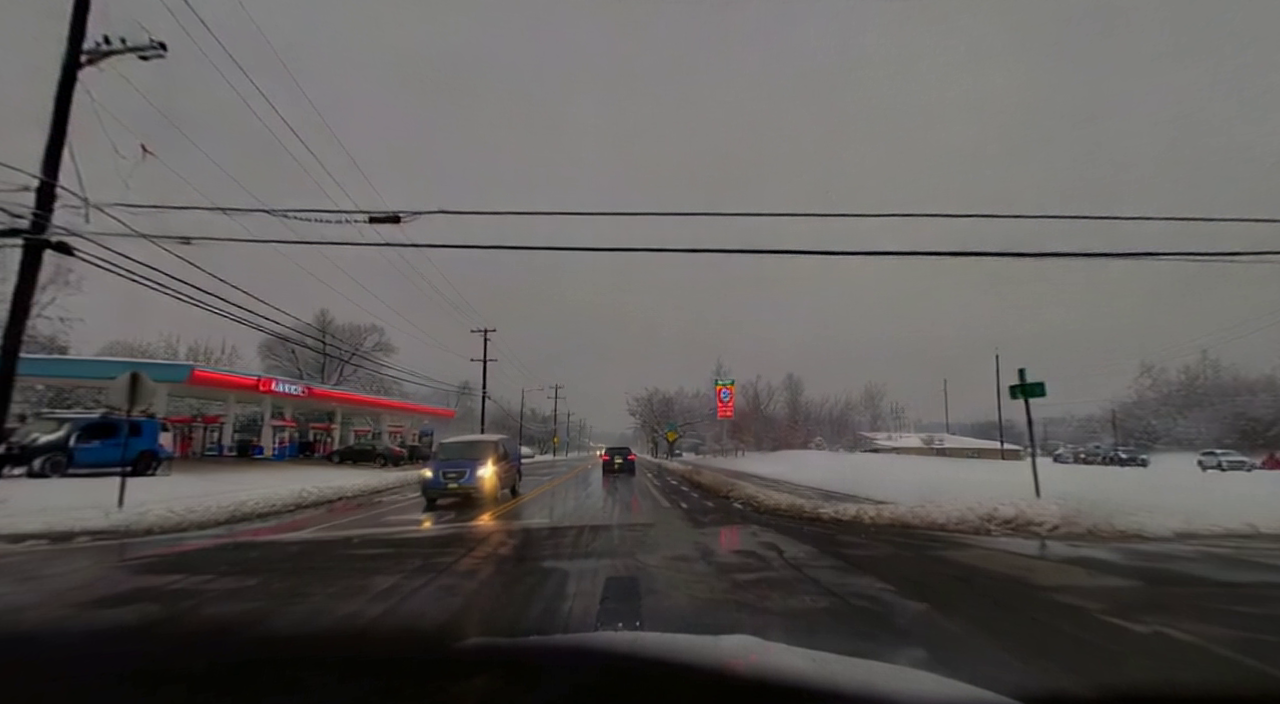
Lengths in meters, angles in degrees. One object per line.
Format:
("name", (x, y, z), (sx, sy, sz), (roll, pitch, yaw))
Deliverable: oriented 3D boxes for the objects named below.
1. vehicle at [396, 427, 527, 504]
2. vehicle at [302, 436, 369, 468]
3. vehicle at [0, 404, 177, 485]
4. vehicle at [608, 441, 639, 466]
("vehicle", (-4.717, 3.074, 17.619), (2.274, 1.844, 4.843), (0, -8, -1))
("vehicle", (-18.075, 5.946, 37.734), (1.890, 1.761, 4.578), (1, -8, -4))
("vehicle", (-18.027, 2.997, 20.560), (2.499, 2.309, 4.613), (1, -8, -3))
("vehicle", (-1.207, 7.042, 44.104), (2.000, 1.663, 4.271), (1, -8, -3))
